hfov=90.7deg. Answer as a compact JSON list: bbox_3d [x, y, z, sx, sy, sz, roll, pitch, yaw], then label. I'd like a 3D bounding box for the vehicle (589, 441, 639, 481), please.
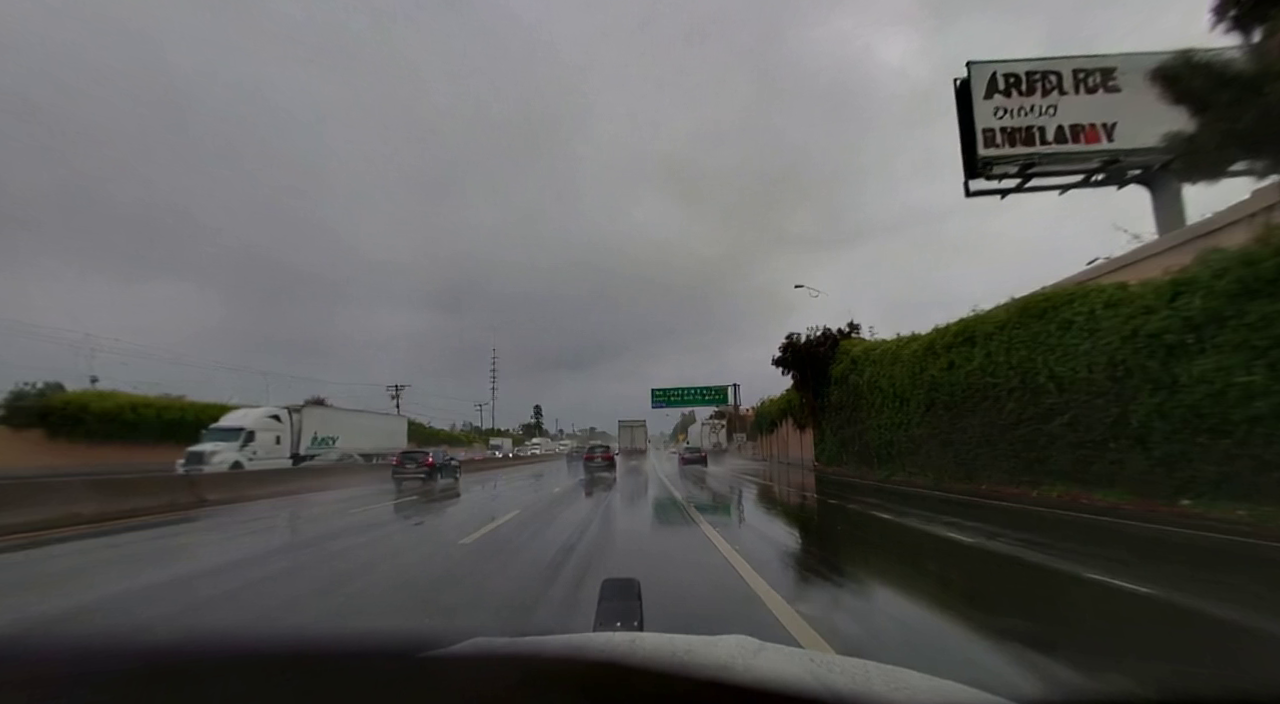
[{"bbox_3d":[-1.222,4.948,28.999,2.132,1.679,4.045,0,-9,-3],"label":"vehicle"}]

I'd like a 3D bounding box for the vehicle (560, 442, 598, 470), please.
[{"bbox_3d":[-4.205,7.248,44.330,2.167,1.780,4.847,0,-9,0],"label":"vehicle"}]

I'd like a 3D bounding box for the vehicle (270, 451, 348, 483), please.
[{"bbox_3d":[-16.552,5.746,31.896,1.801,1.429,3.939,0,-9,0],"label":"vehicle"}]

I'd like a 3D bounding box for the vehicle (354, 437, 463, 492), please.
[{"bbox_3d":[-8.034,3.945,22.499,2.129,1.717,4.593,0,-9,0],"label":"vehicle"}]

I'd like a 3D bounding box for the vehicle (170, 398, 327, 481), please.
[{"bbox_3d":[-20.816,4.810,34.475,3.029,3.918,8.325,0,-9,1],"label":"vehicle"}]

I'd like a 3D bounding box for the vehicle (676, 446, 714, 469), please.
[{"bbox_3d":[3.682,7.132,42.959,2.015,1.462,4.691,0,-9,-2],"label":"vehicle"}]
